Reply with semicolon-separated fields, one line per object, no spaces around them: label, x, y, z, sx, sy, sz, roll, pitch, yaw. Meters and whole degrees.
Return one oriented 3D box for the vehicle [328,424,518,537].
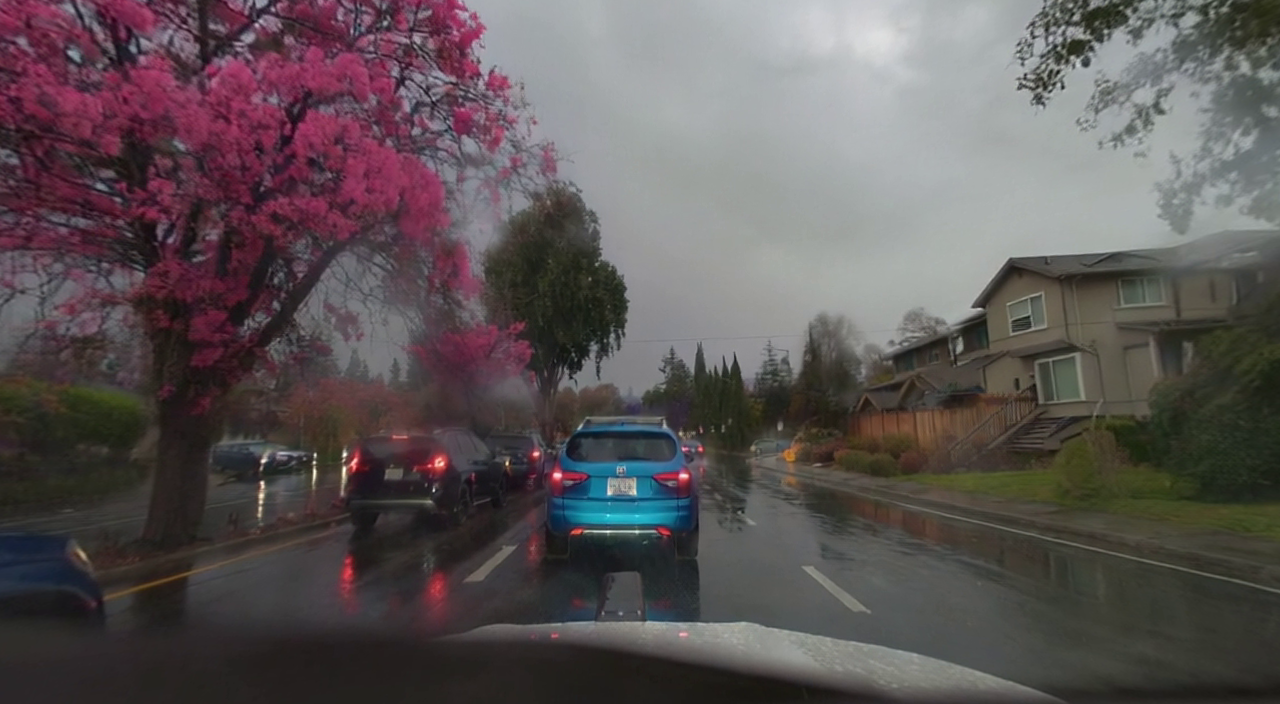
vehicle;-3.663;2.235;11.649;1.948;1.668;4.279;0;-8;0

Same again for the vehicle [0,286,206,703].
vehicle;-3.526;0.527;0.953;2.304;1.928;4.833;0;-8;-1

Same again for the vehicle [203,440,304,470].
vehicle;-28.505;7.583;46.832;5.856;2.096;2.481;3;-9;-18

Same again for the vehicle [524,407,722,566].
vehicle;-0.192;1.744;8.878;2.112;1.693;4.058;0;-8;0
